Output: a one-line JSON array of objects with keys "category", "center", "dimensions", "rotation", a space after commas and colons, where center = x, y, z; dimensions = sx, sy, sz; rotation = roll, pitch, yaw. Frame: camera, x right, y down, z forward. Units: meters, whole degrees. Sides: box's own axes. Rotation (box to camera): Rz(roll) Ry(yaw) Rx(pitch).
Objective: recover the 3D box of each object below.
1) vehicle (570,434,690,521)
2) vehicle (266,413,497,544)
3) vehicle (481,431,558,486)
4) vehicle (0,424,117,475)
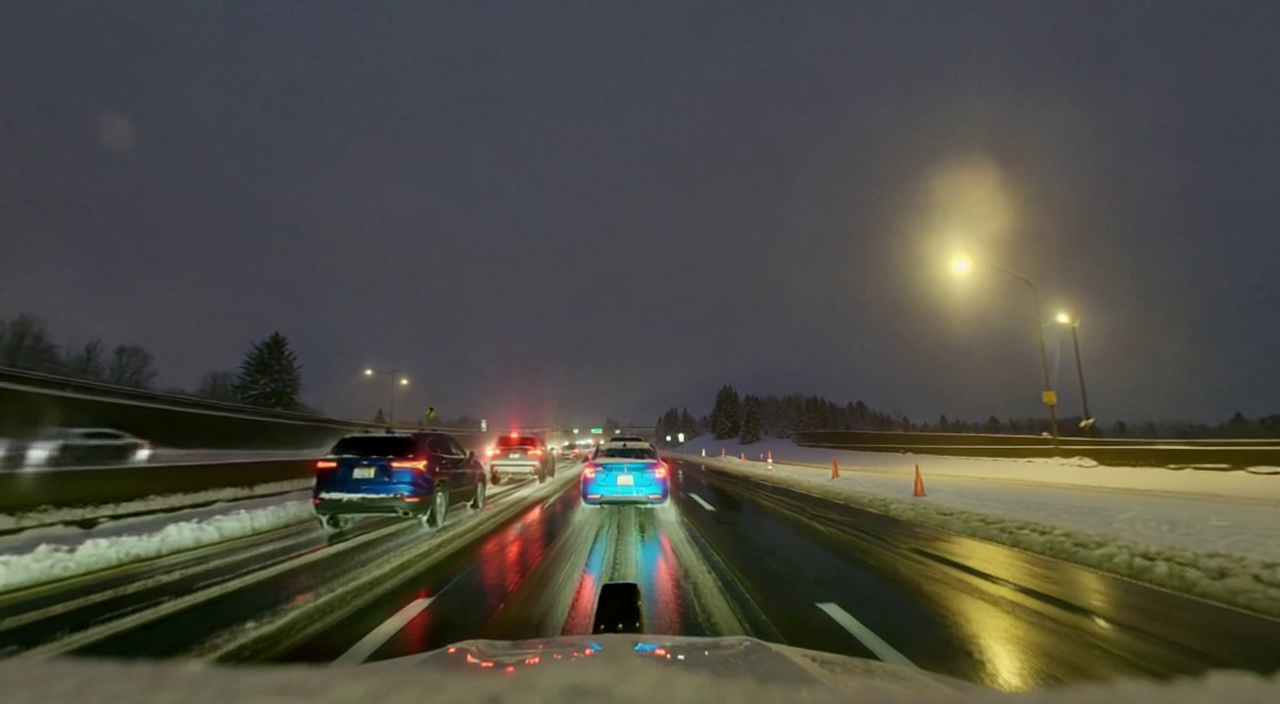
[{"category": "vehicle", "center": [-0.226, 2.472, 12.970], "dimensions": [2.069, 1.484, 3.982], "rotation": [0, -9, -2]}, {"category": "vehicle", "center": [-3.866, 1.968, 10.392], "dimensions": [2.025, 1.708, 4.089], "rotation": [0, -9, 0]}, {"category": "vehicle", "center": [-4.150, 3.729, 22.381], "dimensions": [1.982, 1.727, 4.057], "rotation": [0, -9, -1]}, {"category": "vehicle", "center": [-20.767, 3.337, 21.703], "dimensions": [2.028, 1.548, 4.279], "rotation": [0, -9, -2]}]
